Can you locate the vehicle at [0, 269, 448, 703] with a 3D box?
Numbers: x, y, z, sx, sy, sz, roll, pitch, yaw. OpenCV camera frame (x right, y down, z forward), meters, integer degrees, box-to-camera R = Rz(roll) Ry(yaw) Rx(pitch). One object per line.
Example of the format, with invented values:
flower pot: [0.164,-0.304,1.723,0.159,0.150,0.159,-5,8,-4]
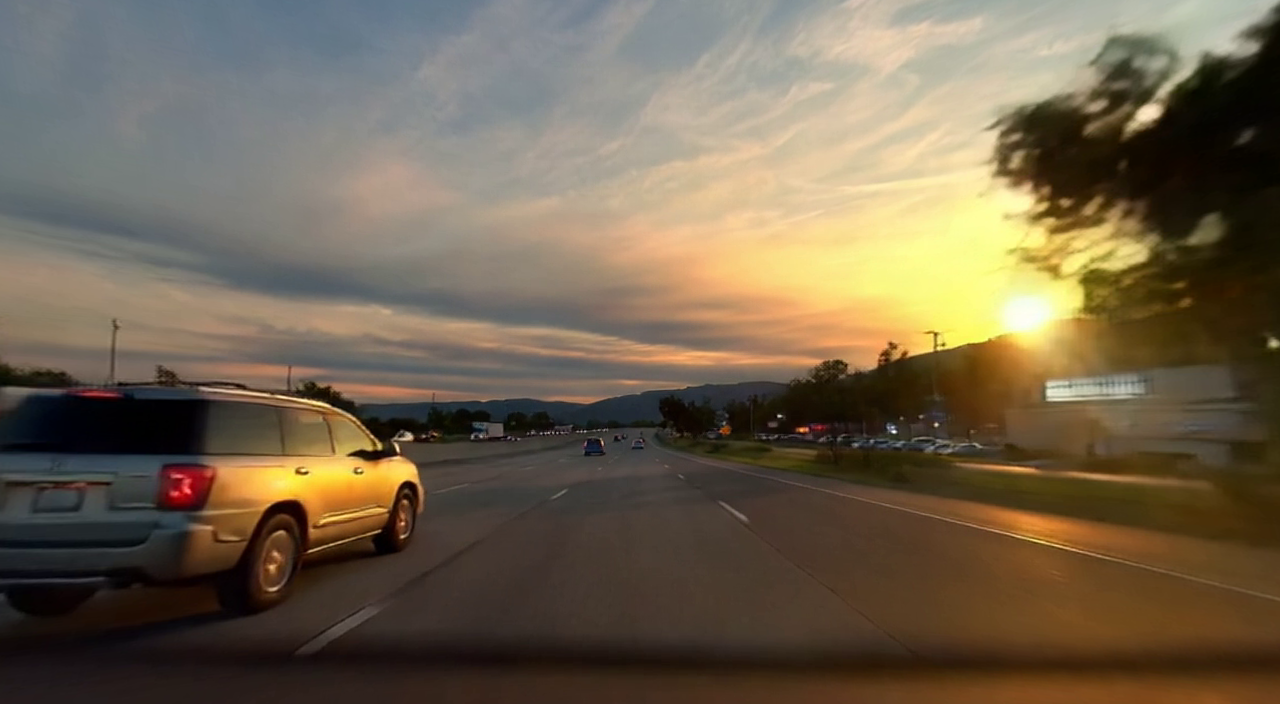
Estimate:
vehicle: [-3.945,1.094,5.935,2.352,2.209,5.802,0,-8,1]
